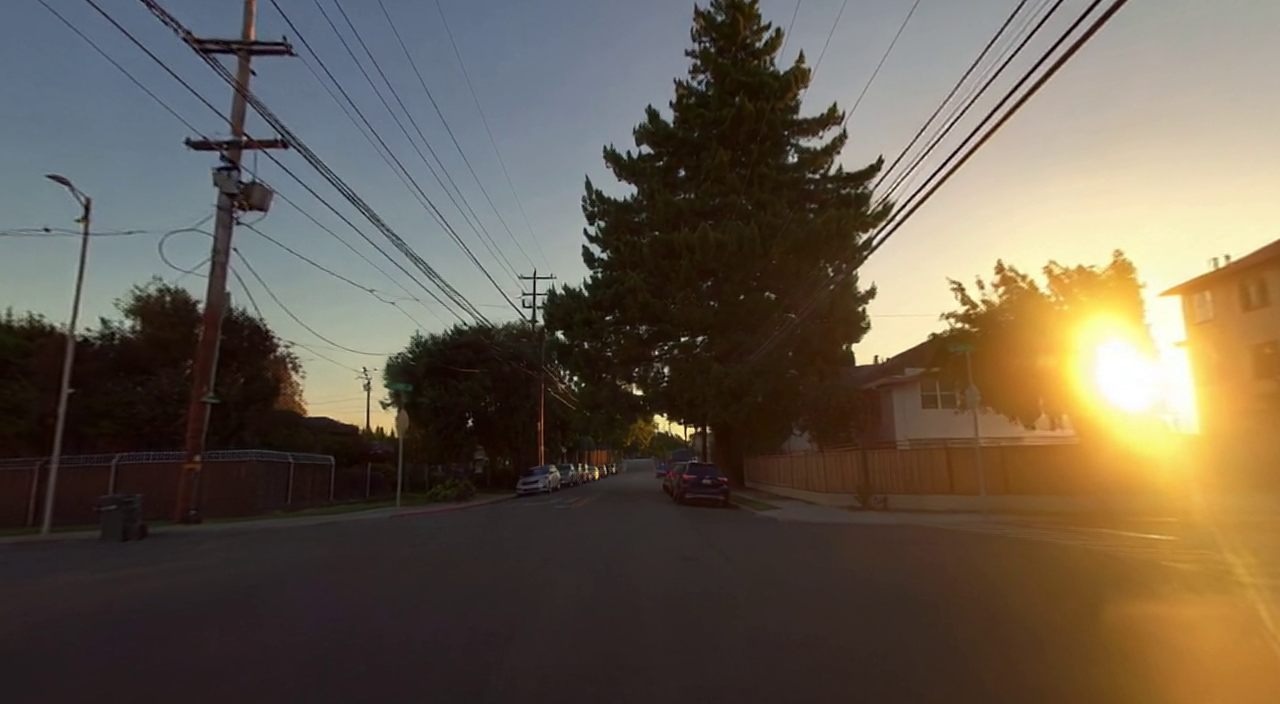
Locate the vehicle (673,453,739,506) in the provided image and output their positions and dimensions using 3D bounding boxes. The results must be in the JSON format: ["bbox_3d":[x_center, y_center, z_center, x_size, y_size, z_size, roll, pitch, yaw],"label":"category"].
[{"bbox_3d":[2.592,5.115,25.824,2.051,1.874,4.459,0,-8,-2],"label":"vehicle"}]

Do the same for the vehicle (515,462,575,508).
[{"bbox_3d":[-4.294,6.095,29.327,2.189,1.771,4.571,0,-8,-1],"label":"vehicle"}]
